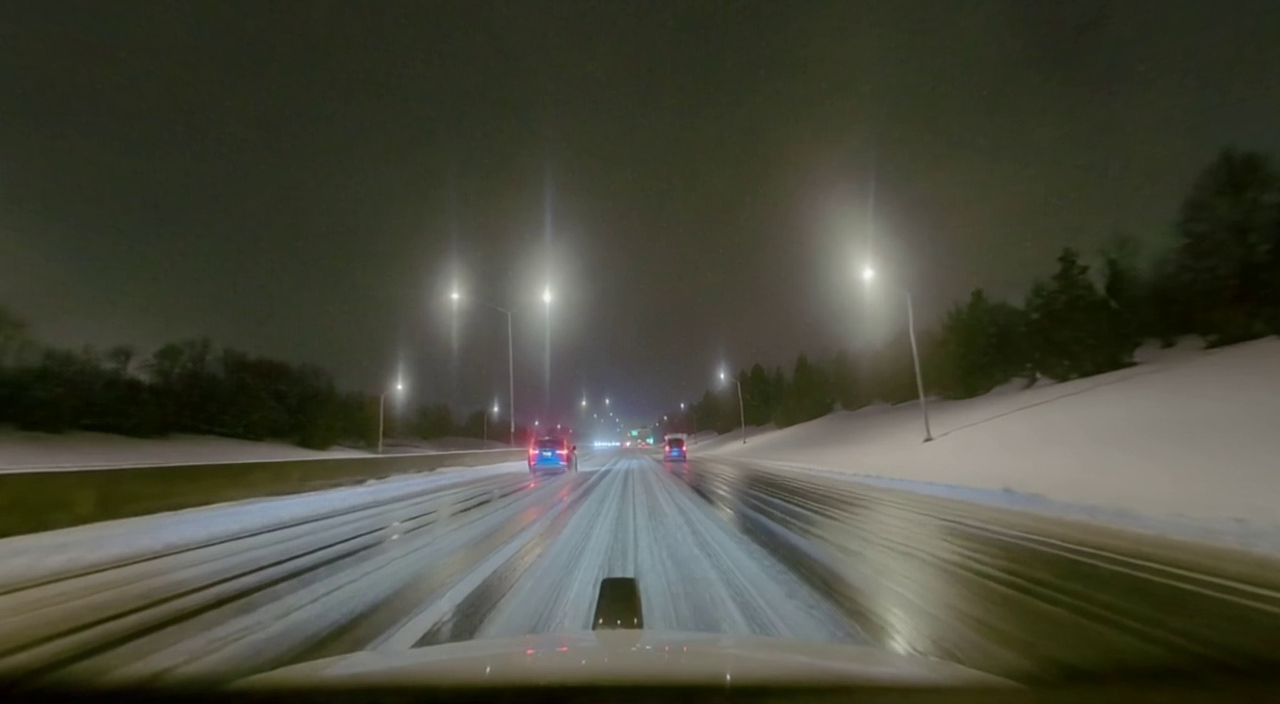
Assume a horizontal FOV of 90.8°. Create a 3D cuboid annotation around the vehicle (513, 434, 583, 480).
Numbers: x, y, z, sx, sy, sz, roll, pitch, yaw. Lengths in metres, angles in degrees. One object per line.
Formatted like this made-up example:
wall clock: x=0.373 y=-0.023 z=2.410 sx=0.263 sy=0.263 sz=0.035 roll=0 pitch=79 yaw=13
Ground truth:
vehicle: x=-3.790 y=4.453 z=27.144 sx=2.205 sy=1.773 sz=5.124 roll=0 pitch=-8 yaw=0
